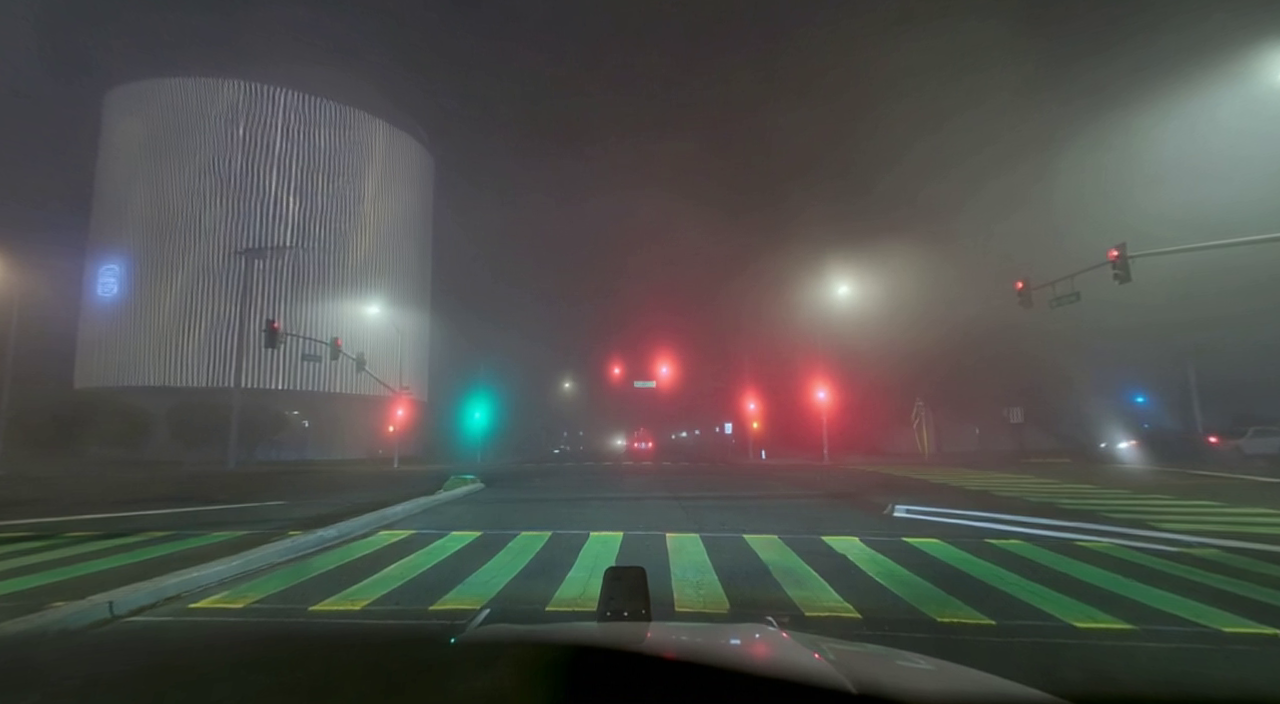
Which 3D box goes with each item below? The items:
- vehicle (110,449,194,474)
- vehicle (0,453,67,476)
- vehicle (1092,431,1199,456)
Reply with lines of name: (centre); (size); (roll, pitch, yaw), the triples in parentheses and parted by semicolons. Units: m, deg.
vehicle: (-33.053, 7.408, 42.755); (4.136, 1.661, 1.857); (0, -8, 1)
vehicle: (-41.638, 7.635, 42.773); (3.698, 1.467, 1.779); (0, -8, 1)
vehicle: (30.081, 5.473, 37.623); (4.529, 1.457, 1.981); (-1, -8, 3)
